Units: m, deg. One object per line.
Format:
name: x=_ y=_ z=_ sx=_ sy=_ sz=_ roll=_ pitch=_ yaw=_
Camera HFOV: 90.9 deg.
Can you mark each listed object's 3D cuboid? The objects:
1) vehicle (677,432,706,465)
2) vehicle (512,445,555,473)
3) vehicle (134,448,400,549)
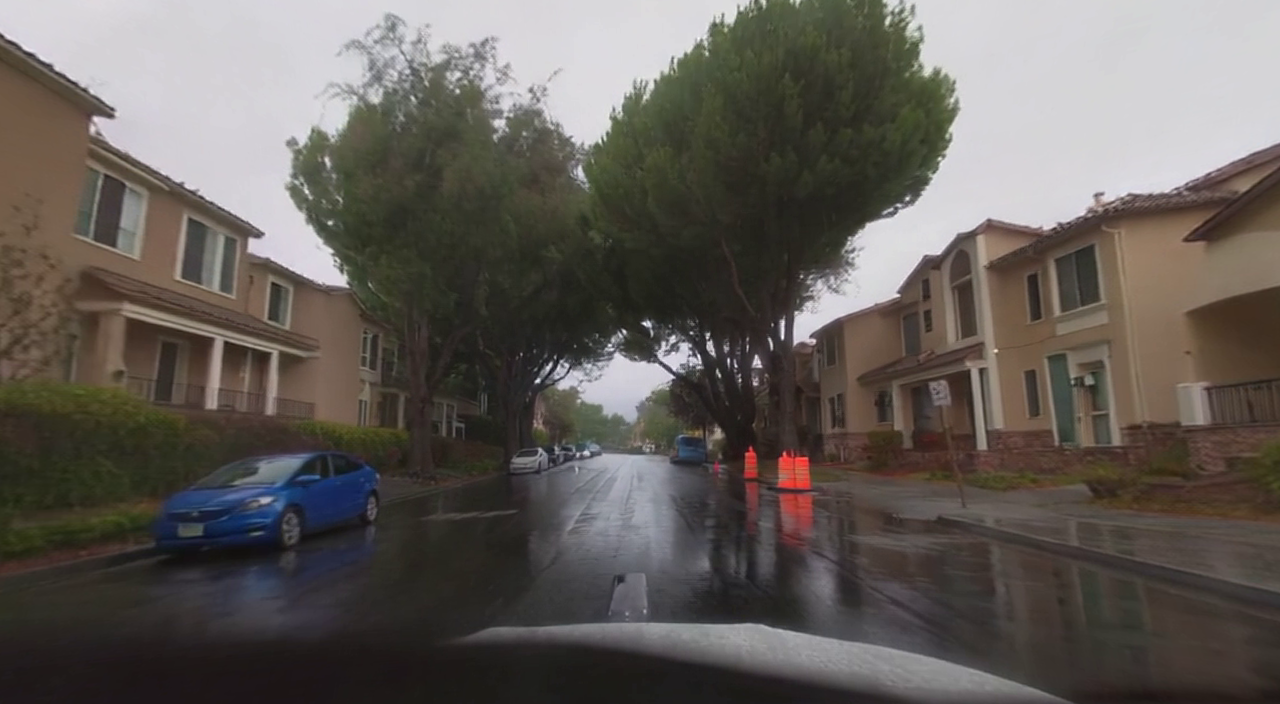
vehicle: x=4.049 y=7.633 z=49.992 sx=2.082 sy=2.534 sz=3.248 roll=-1 pitch=-8 yaw=3
vehicle: x=-6.546 y=6.598 z=39.104 sx=1.957 sy=1.608 sz=4.476 roll=0 pitch=-9 yaw=-1
vehicle: x=-6.506 y=2.562 z=11.809 sx=2.137 sy=1.481 sz=4.503 roll=0 pitch=-9 yaw=2
